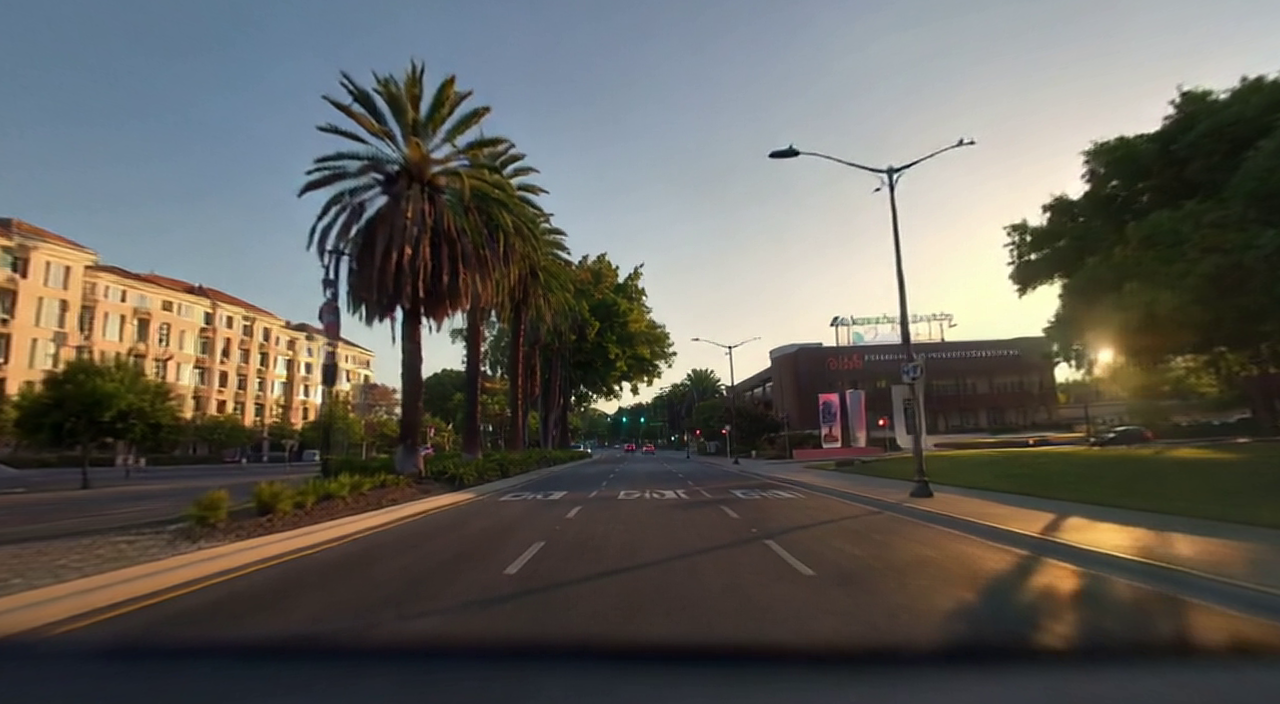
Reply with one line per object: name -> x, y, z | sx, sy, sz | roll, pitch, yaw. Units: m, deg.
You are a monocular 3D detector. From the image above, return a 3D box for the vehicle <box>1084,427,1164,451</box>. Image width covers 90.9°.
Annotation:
vehicle -> 34.517, 6.265, 45.161 | 1.820, 1.571, 4.697 | 0, -9, -3
